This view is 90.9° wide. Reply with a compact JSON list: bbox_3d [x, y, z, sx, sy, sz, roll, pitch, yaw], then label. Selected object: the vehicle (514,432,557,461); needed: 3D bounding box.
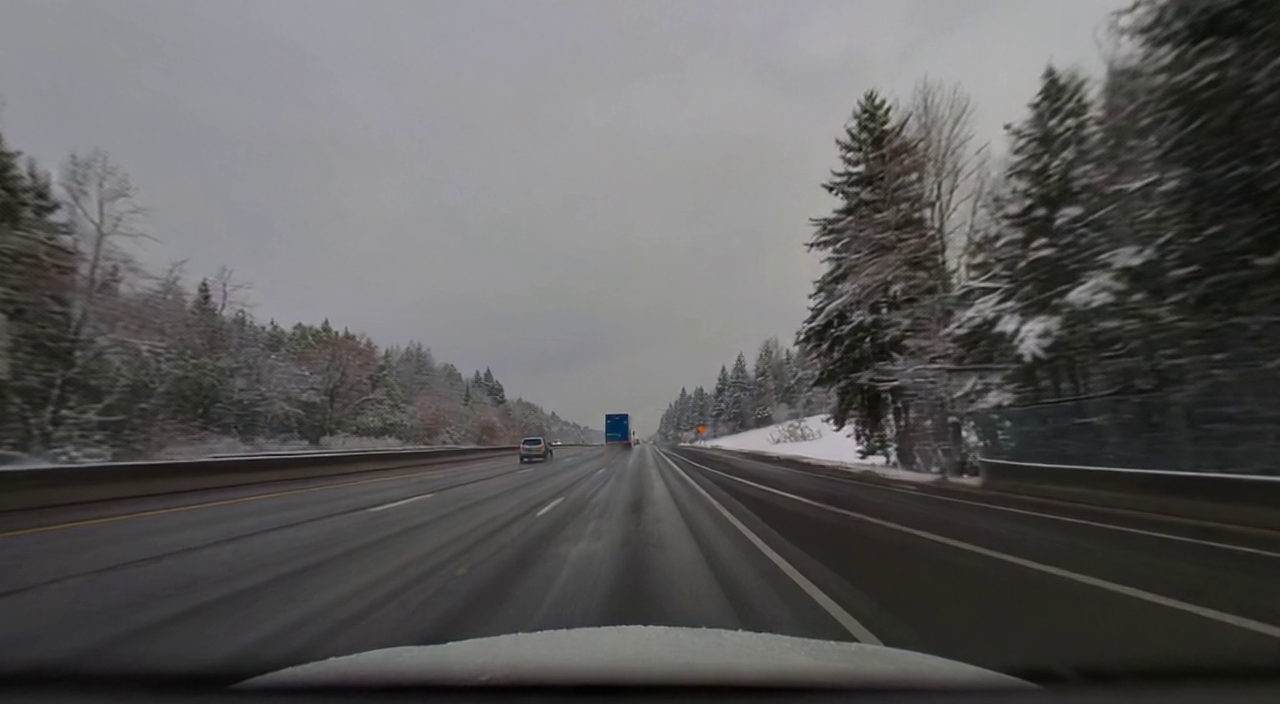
[{"bbox_3d":[-7.089,6.454,43.071,2.043,1.828,4.436,0,-8,2],"label":"vehicle"}]
